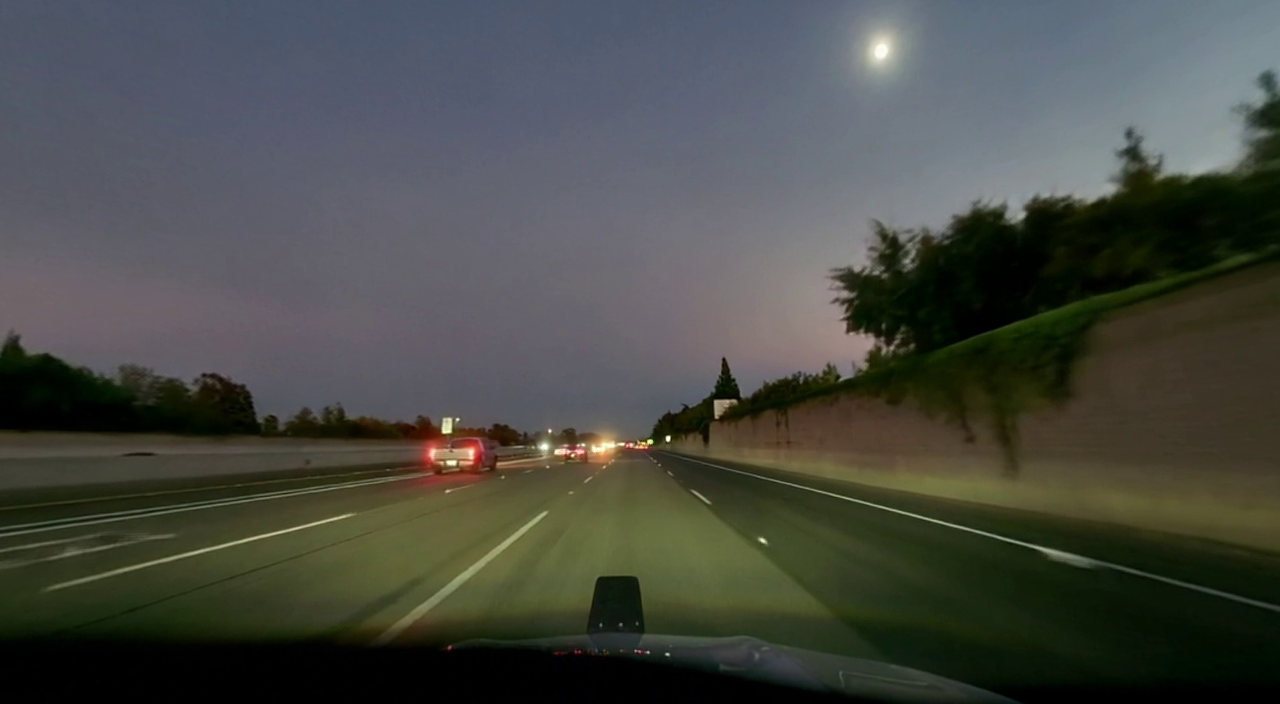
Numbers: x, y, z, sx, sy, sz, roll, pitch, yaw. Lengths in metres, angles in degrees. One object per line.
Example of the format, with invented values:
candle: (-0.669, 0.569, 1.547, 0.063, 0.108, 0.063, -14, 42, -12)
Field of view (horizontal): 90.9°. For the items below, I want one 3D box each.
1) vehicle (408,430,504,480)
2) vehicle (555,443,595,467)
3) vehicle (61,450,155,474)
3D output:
vehicle: (-7.807, 4.465, 27.606, 2.351, 1.922, 6.335, 0, -8, 0)
vehicle: (-4.145, 6.633, 40.867, 2.106, 1.452, 4.525, 0, -8, 0)
vehicle: (-36.823, 7.603, 43.820, 1.946, 1.544, 5.230, 0, -8, 0)
